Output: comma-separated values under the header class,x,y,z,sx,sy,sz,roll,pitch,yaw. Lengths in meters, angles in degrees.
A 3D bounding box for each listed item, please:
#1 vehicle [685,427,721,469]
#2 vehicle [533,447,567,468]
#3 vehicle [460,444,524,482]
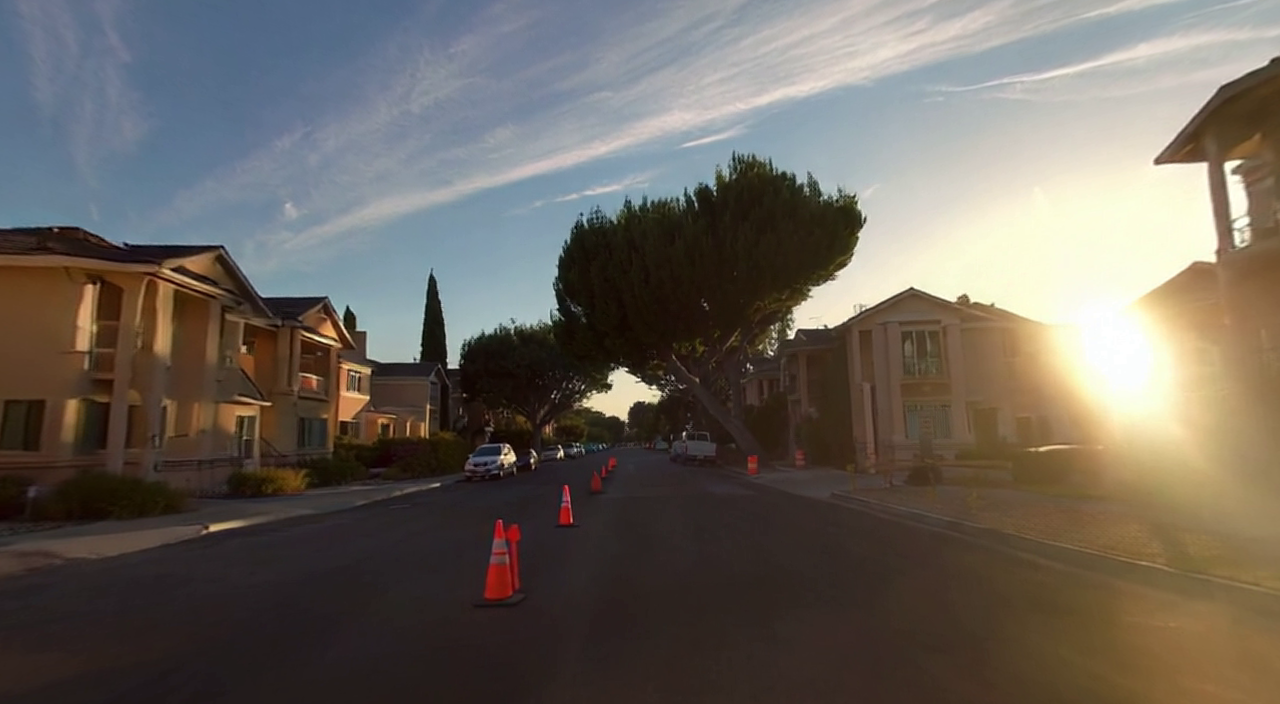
class,x,y,z,sx,sy,sz,roll,pitch,yaw
vehicle,3.920,6.084,40.023,2.082,2.534,3.248,-1,-8,3
vehicle,-6.861,8.077,48.543,1.974,1.479,4.607,0,-9,0
vehicle,-6.724,5.078,29.187,1.957,1.608,4.476,0,-9,-1
